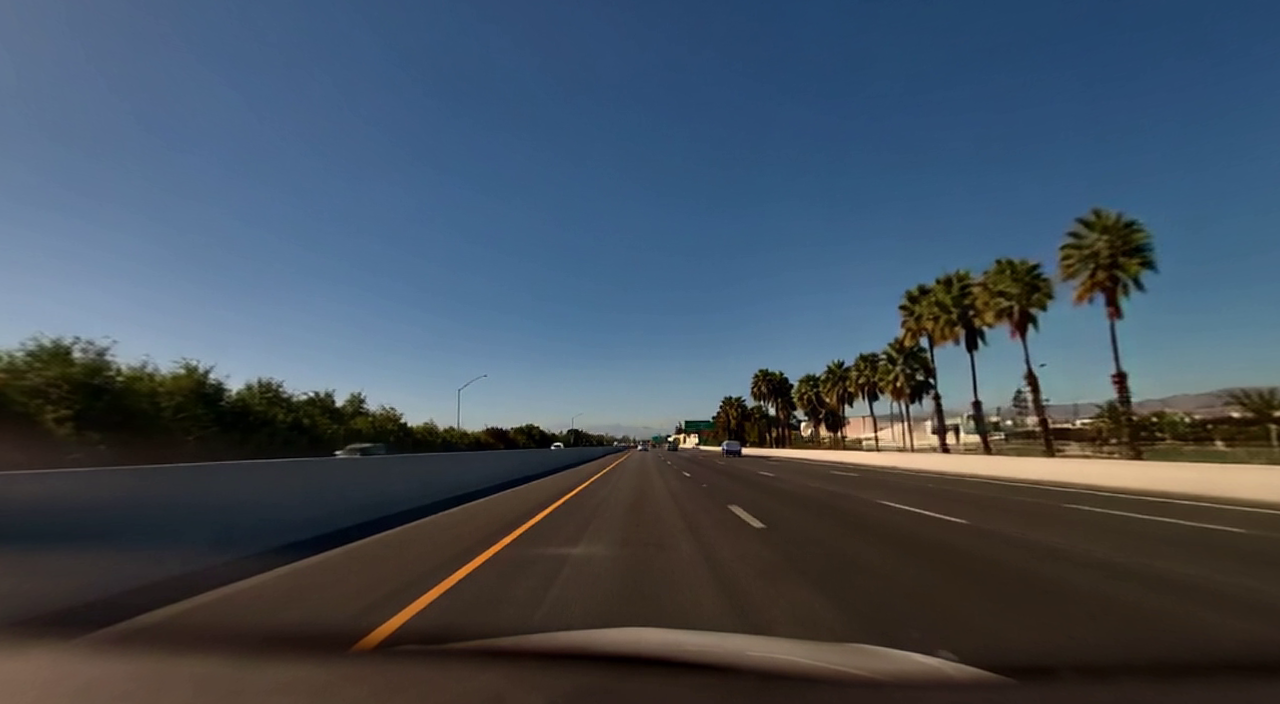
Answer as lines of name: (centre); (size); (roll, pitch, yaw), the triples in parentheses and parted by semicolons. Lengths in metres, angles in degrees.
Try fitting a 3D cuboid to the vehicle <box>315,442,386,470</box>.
vehicle: (-16.949, 6.109, 37.178); (1.941, 1.538, 4.652); (0, -8, 1)
